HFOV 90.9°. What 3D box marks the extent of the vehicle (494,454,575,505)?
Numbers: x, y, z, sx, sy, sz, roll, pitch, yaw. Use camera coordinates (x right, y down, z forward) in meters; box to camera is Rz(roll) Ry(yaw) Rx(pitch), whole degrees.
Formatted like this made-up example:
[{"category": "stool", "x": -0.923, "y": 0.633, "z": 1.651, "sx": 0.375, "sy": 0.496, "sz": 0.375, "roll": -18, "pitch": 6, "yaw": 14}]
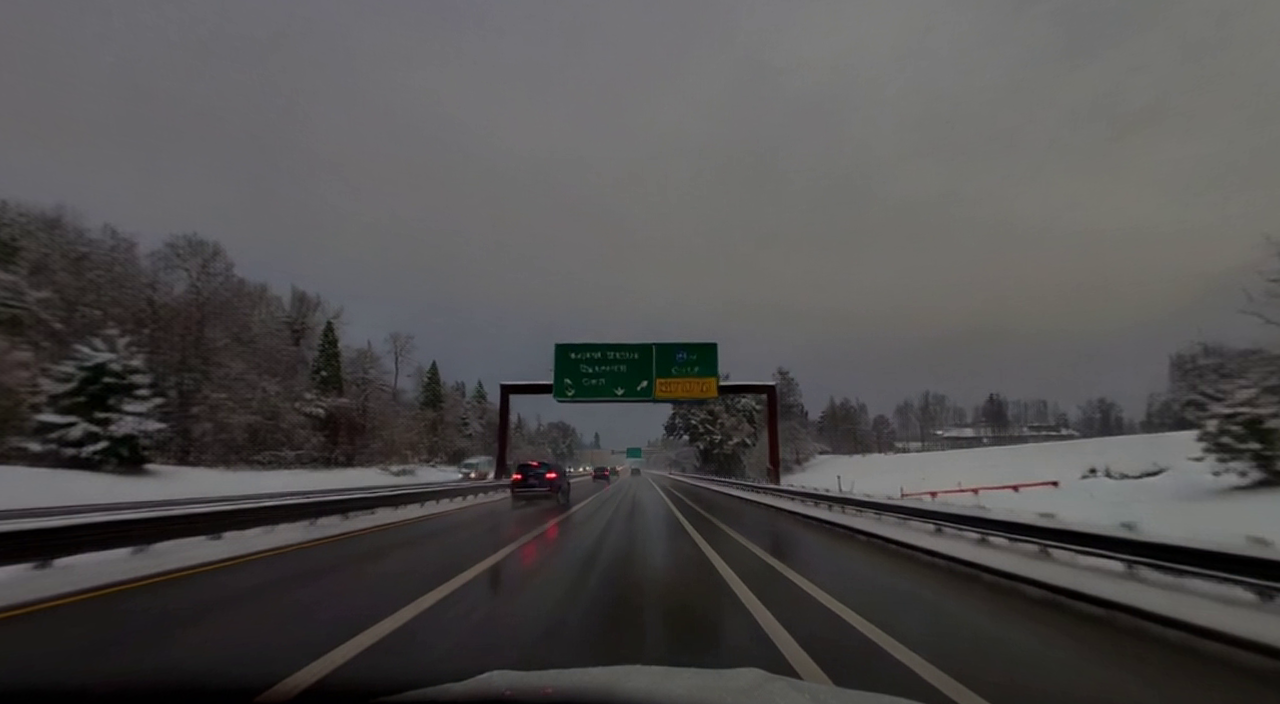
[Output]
[{"category": "vehicle", "x": -4.158, "y": 5.204, "z": 25.941, "sx": 2.254, "sy": 1.809, "sz": 5.839, "roll": 1, "pitch": -10, "yaw": 1}]
